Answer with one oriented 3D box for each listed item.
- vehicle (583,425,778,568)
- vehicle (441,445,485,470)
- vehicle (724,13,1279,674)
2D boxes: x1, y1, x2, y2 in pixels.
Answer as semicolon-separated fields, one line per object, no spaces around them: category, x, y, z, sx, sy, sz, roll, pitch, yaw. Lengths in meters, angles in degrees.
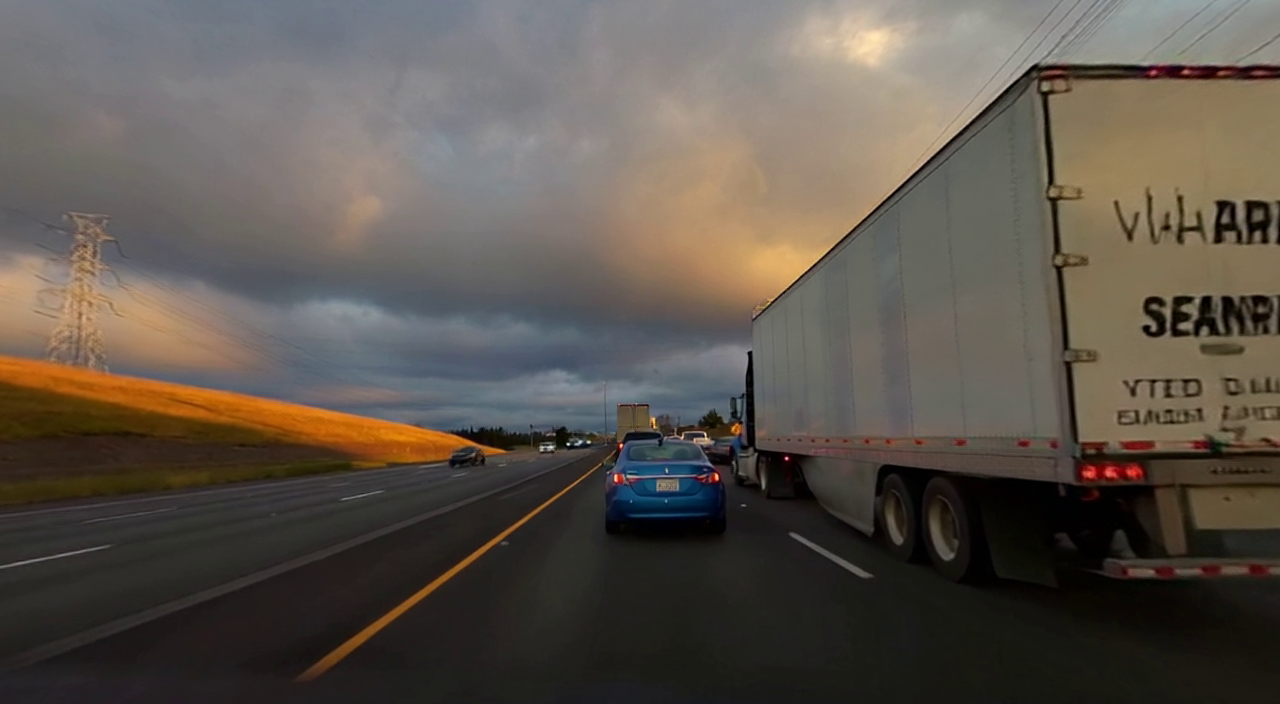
vehicle;0.348;1.763;8.430;2.045;1.446;3.597;0;-8;-2
vehicle;-11.919;7.128;42.591;1.856;1.559;3.844;-1;-8;0
vehicle;4.202;0.790;10.929;3.138;4.065;14.276;0;-8;-2
